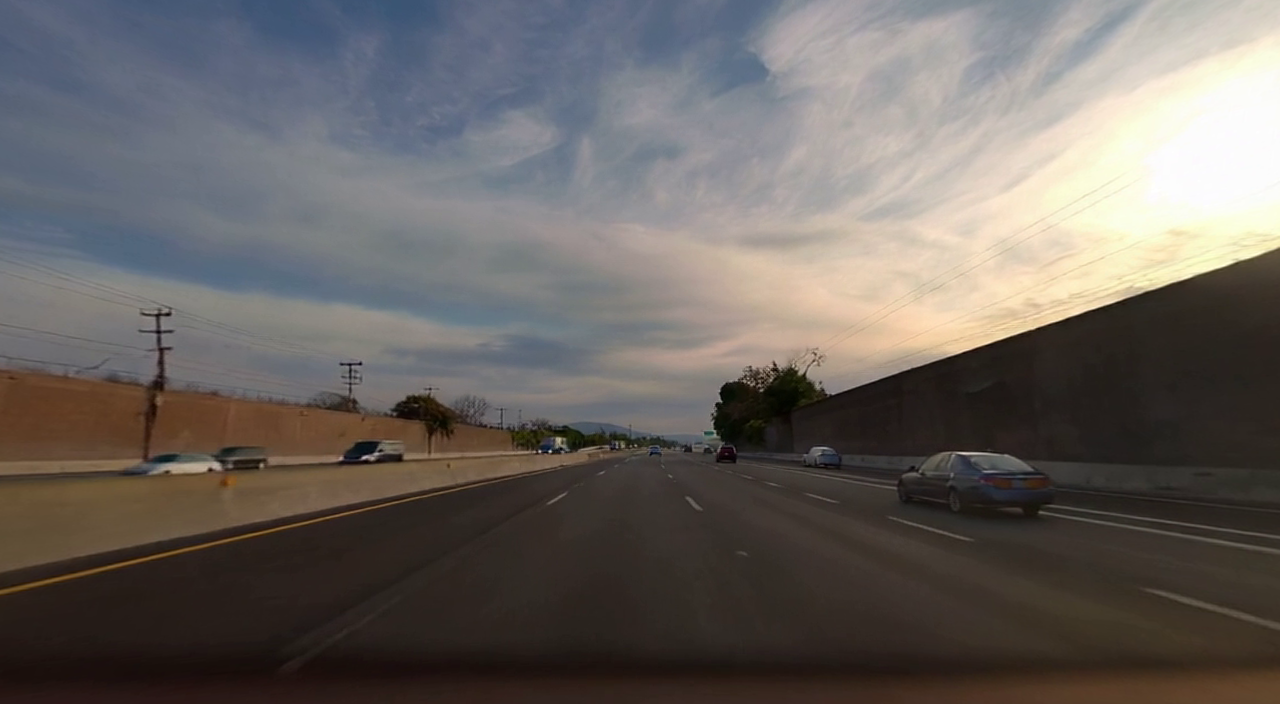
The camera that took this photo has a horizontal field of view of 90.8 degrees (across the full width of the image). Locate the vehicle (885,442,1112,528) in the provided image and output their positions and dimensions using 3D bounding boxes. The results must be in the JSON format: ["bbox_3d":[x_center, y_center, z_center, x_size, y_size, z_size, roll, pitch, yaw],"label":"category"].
[{"bbox_3d":[7.169,2.674,13.374,2.047,1.479,4.593,0,-9,-1],"label":"vehicle"}]

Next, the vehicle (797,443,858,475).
[{"bbox_3d":[10.958,6.256,37.215,2.151,1.734,4.519,0,-9,0],"label":"vehicle"}]

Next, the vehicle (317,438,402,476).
[{"bbox_3d":[-15.018,5.652,34.237,2.175,1.897,5.074,0,-9,1],"label":"vehicle"}]

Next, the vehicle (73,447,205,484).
[{"bbox_3d":[-21.658,4.892,27.617,1.904,1.444,4.665,0,-9,1],"label":"vehicle"}]

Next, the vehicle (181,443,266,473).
[{"bbox_3d":[-25.606,6.517,39.075,2.010,1.692,4.699,0,-9,1],"label":"vehicle"}]
